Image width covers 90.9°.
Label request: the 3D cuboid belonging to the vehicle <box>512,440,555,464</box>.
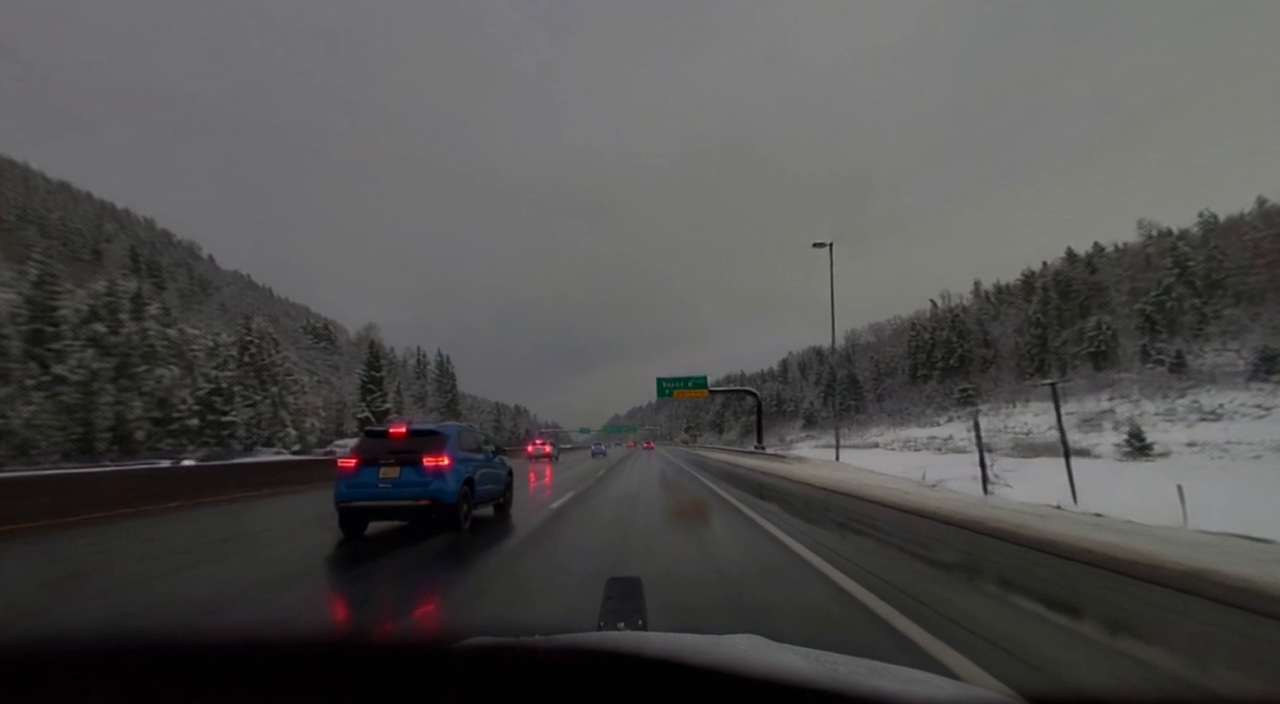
[{"bbox_3d":[-6.960,6.583,41.746,1.963,1.476,4.739,-1,-8,1],"label":"vehicle"}]

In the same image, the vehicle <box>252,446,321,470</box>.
[{"bbox_3d":[-24.189,7.251,43.378,1.979,1.478,4.691,-1,-8,1],"label":"vehicle"}]

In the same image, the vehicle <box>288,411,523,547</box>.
[{"bbox_3d":[-3.460,1.981,10.454,2.138,1.718,4.415,-1,-8,1],"label":"vehicle"}]

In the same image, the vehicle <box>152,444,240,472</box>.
[{"bbox_3d":[-28.168,6.702,40.207,2.100,1.617,4.780,-1,-8,1],"label":"vehicle"}]
